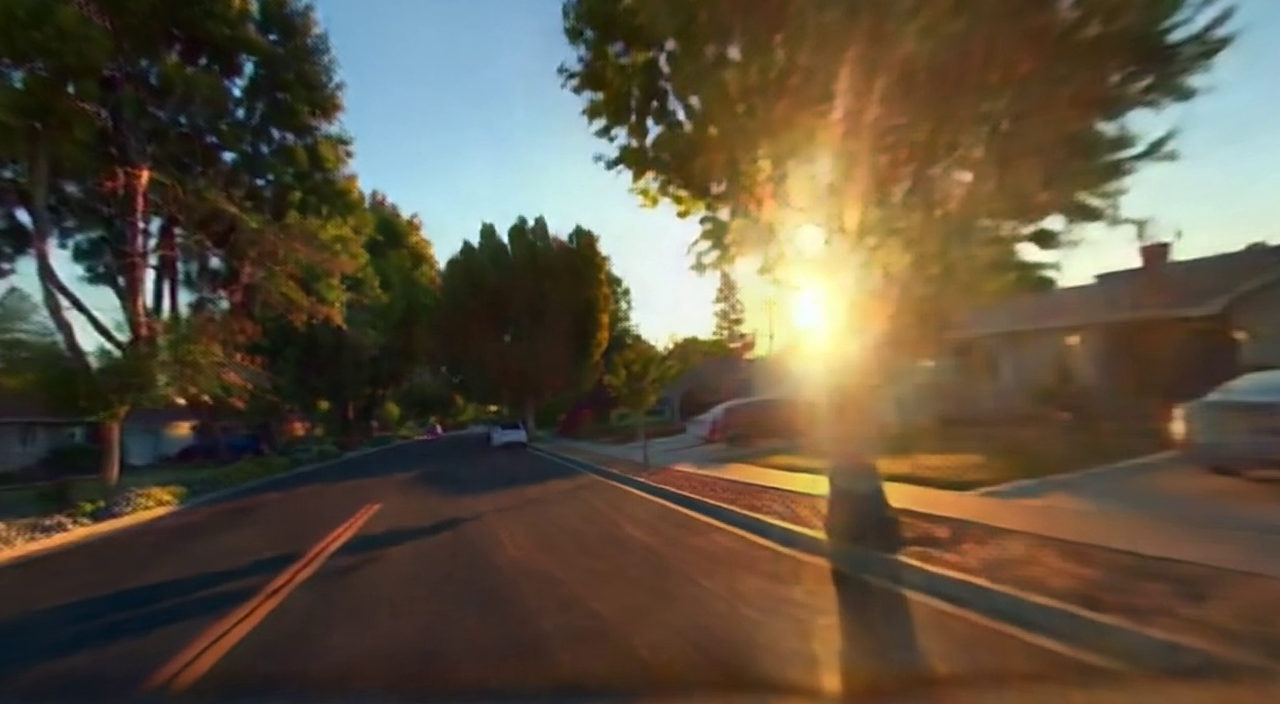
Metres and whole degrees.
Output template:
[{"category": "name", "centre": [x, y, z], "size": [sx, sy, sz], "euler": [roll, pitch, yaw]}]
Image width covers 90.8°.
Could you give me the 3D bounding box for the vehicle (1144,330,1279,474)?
[{"category": "vehicle", "centre": [8.856, 0.652, 7.593], "size": [4.569, 1.499, 1.917], "euler": [2, -8, -15]}]

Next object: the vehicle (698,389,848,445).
[{"category": "vehicle", "centre": [4.202, 2.132, 20.220], "size": [4.230, 1.666, 1.978], "euler": [2, -8, -15]}]

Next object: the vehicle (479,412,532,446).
[{"category": "vehicle", "centre": [-6.638, 3.805, 30.846], "size": [2.009, 1.506, 4.698], "euler": [2, -8, -17]}]

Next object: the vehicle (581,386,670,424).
[{"category": "vehicle", "centre": [-0.926, 3.179, 37.877], "size": [4.861, 1.911, 2.181], "euler": [0, -12, -16]}]

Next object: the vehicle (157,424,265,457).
[{"category": "vehicle", "centre": [-24.088, 4.996, 35.701], "size": [4.511, 1.809, 2.018], "euler": [2, -8, -15]}]
